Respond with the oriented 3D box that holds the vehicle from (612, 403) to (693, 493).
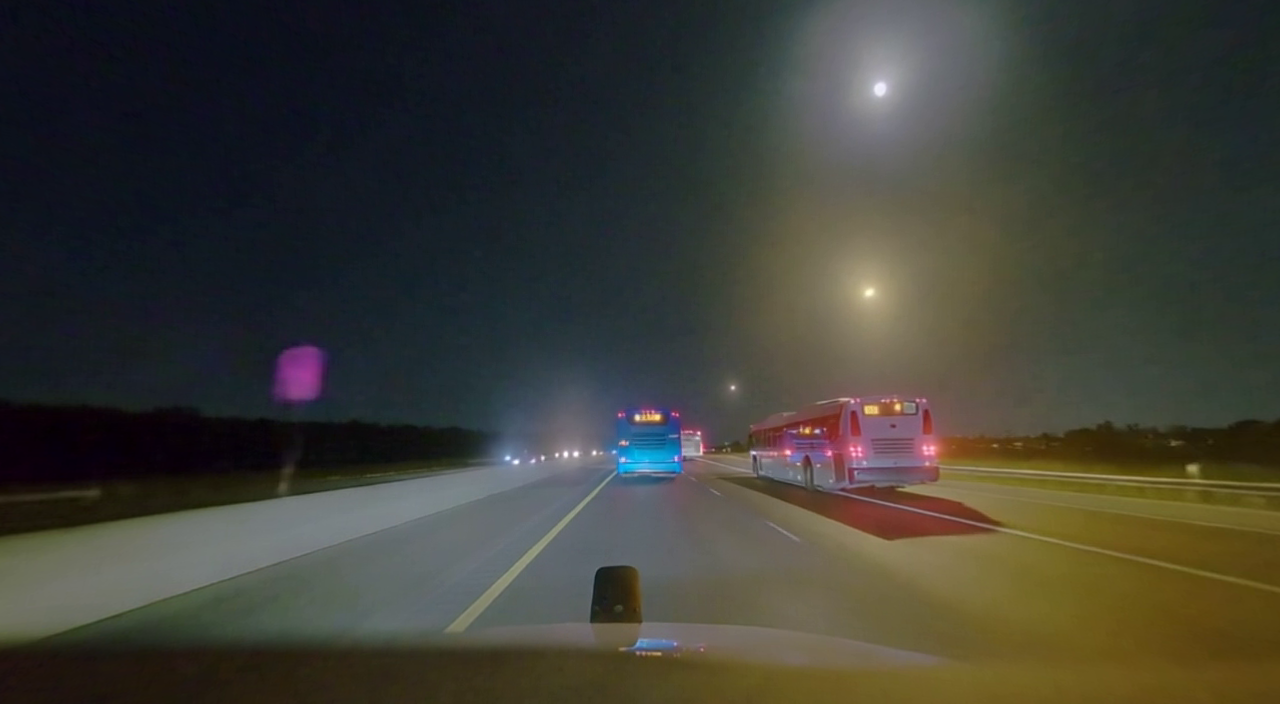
[{"bbox_3d":[0.315,3.328,21.802,2.414,2.675,5.574,0,-9,-1],"label":"vehicle"}]
